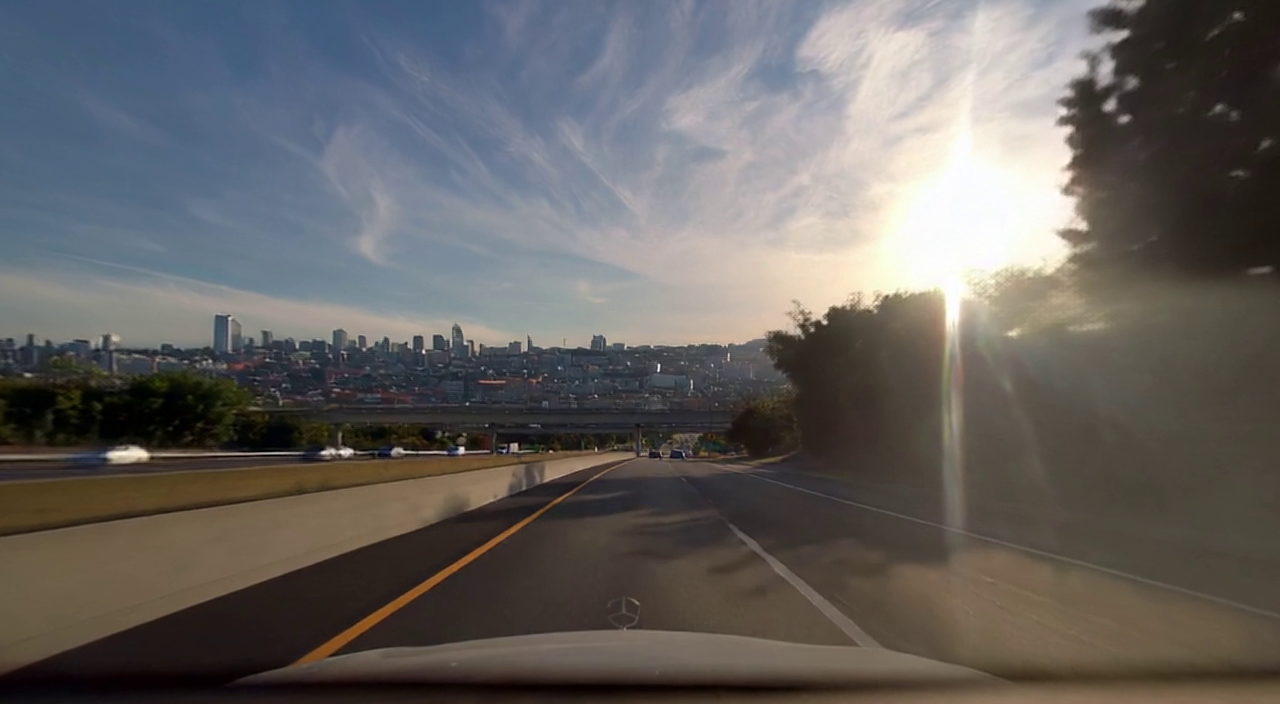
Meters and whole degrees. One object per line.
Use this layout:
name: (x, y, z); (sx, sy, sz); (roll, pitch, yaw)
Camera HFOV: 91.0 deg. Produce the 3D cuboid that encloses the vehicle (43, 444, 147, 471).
vehicle: (-32.230, 6.214, 37.447); (1.979, 1.479, 4.905); (0, -8, -3)
